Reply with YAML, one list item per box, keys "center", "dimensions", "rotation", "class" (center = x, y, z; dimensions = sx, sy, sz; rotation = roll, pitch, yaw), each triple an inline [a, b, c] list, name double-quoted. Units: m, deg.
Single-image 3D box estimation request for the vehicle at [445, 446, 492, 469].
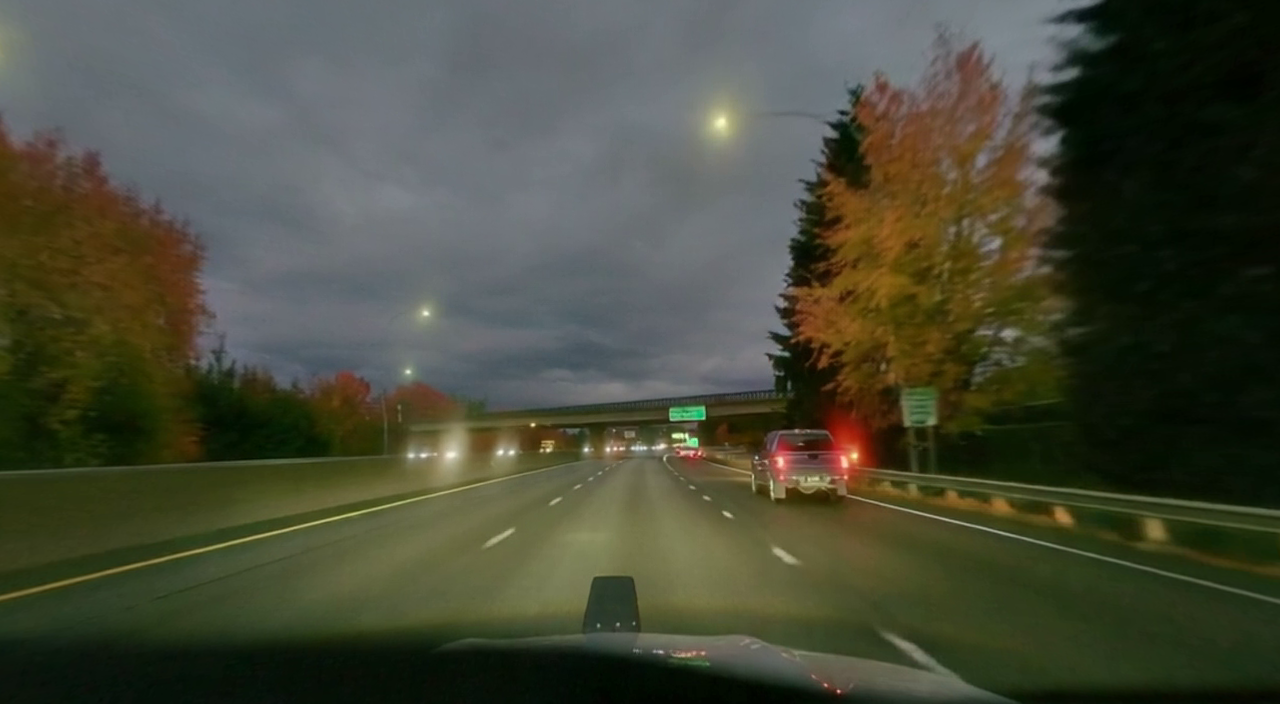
- center: [-12.320, 7.634, 45.392]
  dimensions: [1.984, 1.555, 4.588]
  rotation: [-1, -9, 2]
  class: "vehicle"
